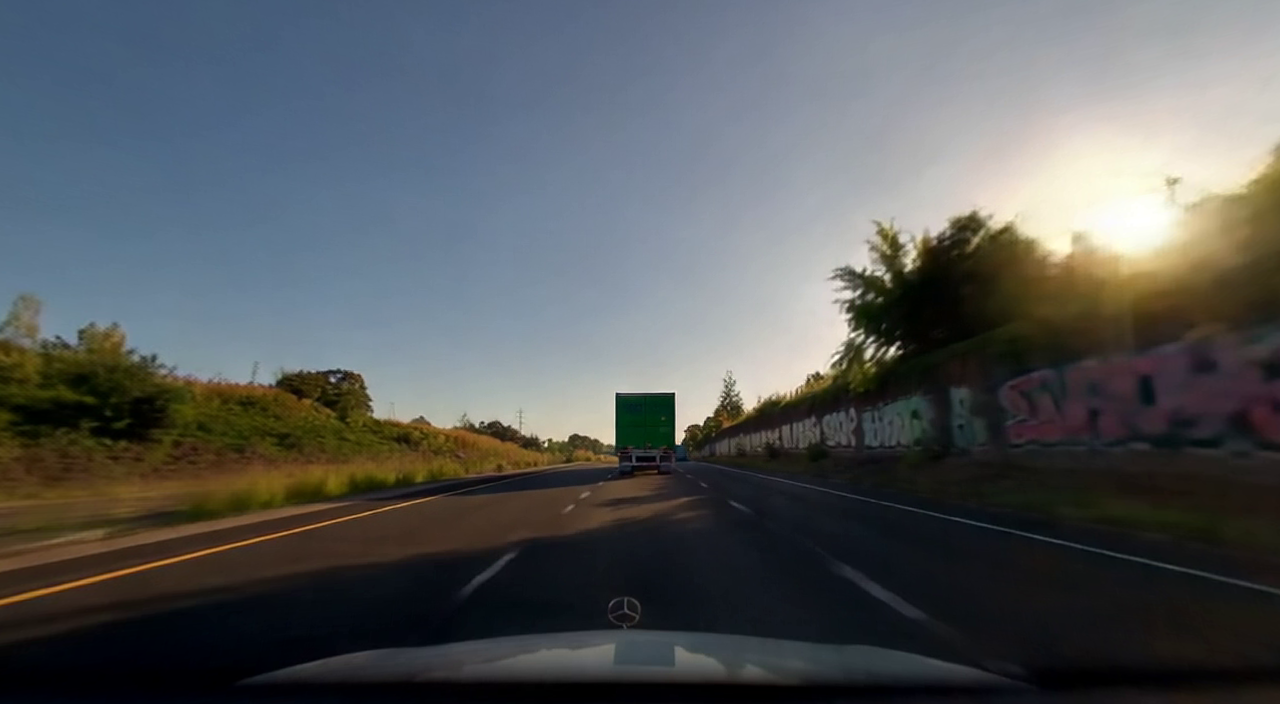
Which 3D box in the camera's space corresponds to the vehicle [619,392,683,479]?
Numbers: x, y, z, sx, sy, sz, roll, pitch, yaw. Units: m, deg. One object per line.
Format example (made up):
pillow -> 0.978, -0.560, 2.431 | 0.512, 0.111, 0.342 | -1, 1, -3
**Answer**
vehicle -> 0.423, 4.606, 33.823 | 2.900, 3.955, 10.151 | 0, -9, -1
